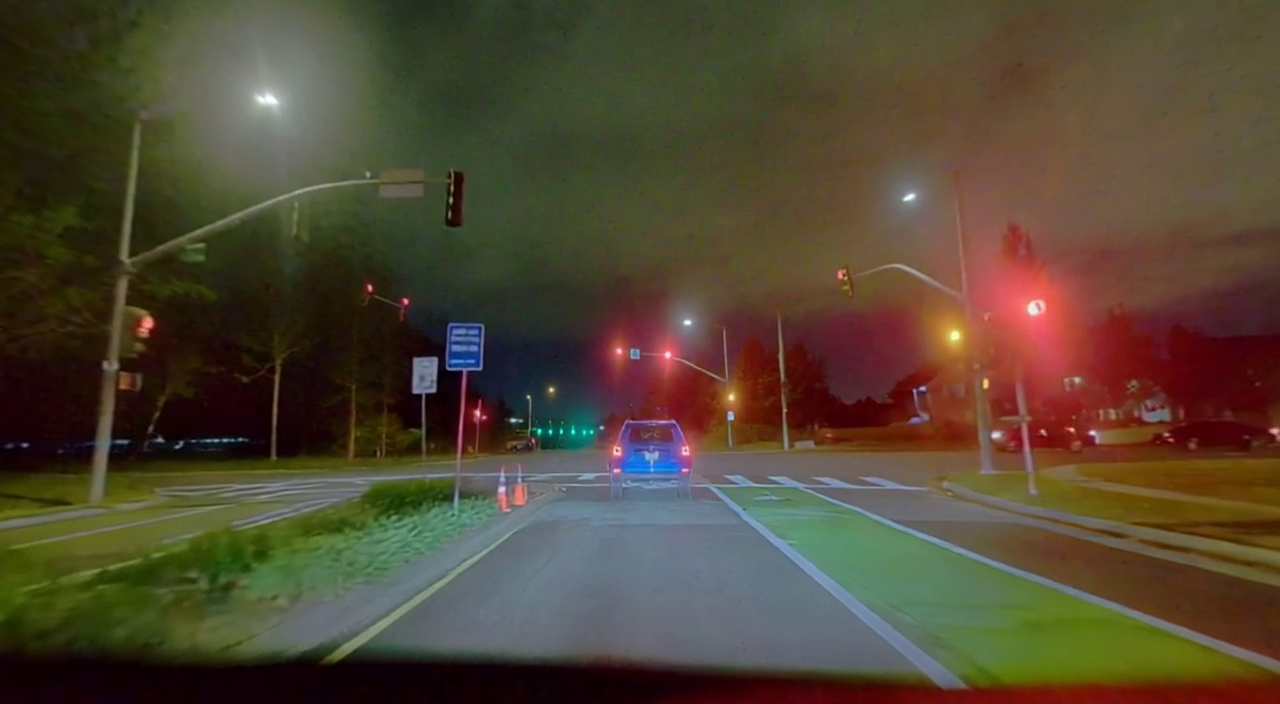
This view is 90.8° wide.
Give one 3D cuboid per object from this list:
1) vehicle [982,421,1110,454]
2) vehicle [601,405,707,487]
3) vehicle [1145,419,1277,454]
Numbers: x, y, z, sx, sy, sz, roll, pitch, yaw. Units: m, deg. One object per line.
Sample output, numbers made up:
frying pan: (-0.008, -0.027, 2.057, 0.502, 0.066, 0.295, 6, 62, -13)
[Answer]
vehicle: (18.488, 3.934, 28.939, 4.492, 1.422, 1.961, 1, -9, -1)
vehicle: (0.314, 2.421, 16.338, 2.339, 1.790, 4.629, 0, -8, 0)
vehicle: (26.293, 3.936, 29.170, 4.343, 1.518, 1.845, 1, -9, -3)
